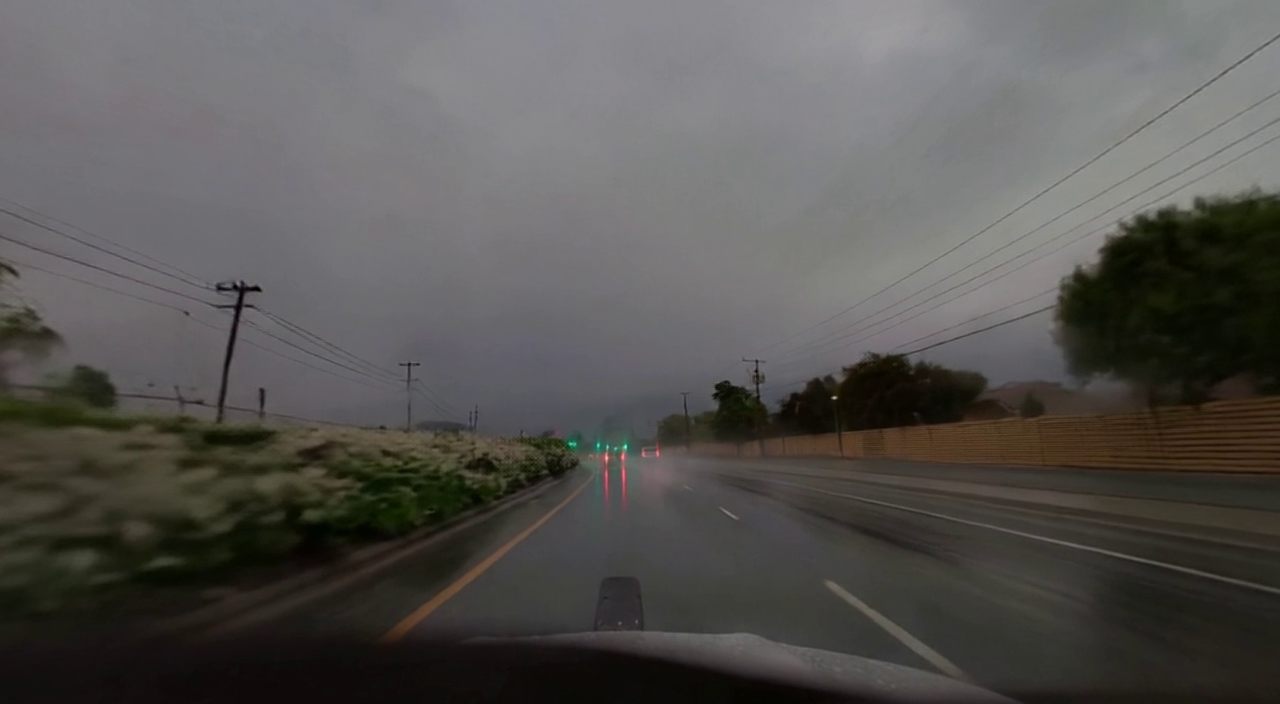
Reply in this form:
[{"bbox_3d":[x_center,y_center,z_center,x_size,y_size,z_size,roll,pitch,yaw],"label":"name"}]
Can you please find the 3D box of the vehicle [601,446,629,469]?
[{"bbox_3d":[-1.939,8.029,48.242,2.005,1.633,4.044,0,-8,-4],"label":"vehicle"}]
